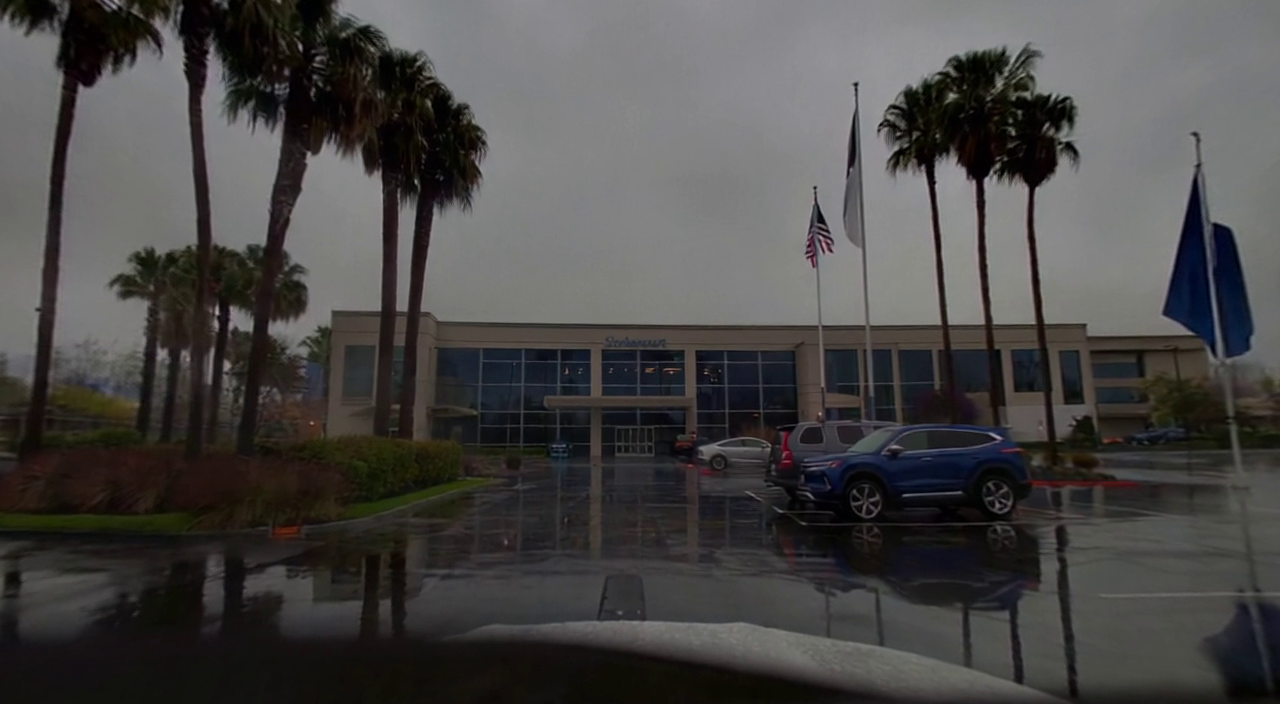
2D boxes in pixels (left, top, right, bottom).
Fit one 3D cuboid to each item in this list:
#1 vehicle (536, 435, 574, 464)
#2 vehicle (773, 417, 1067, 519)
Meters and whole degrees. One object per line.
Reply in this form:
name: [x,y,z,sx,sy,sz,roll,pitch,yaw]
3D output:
vehicle: [-6.116,7.007,45.595,1.943,1.890,4.472,2,-7,2]
vehicle: [5.015,2.143,11.854,4.567,1.723,1.926,0,-9,1]
